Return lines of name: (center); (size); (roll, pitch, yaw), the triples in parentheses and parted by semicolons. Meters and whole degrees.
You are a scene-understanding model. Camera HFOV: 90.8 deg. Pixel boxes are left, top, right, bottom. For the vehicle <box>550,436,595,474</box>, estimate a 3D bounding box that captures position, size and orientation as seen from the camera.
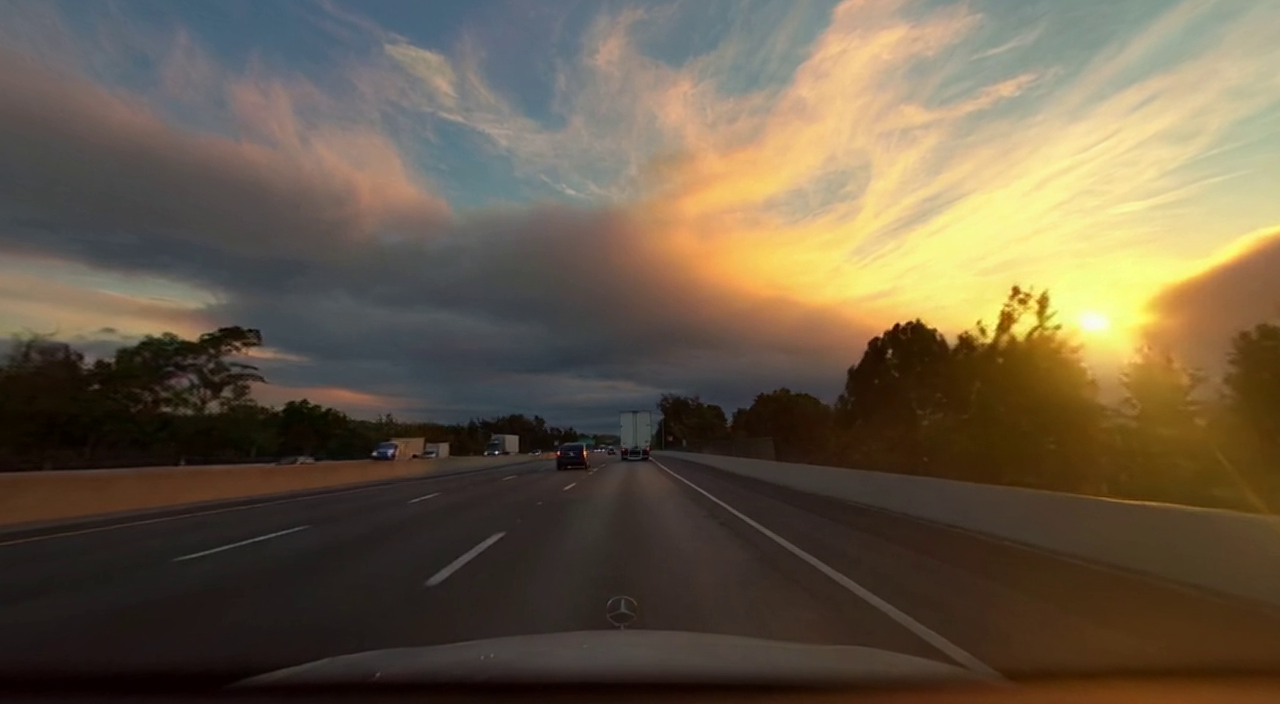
vehicle: (-3.591, 5.578, 34.364); (2.139, 1.925, 4.312); (0, -9, -3)
